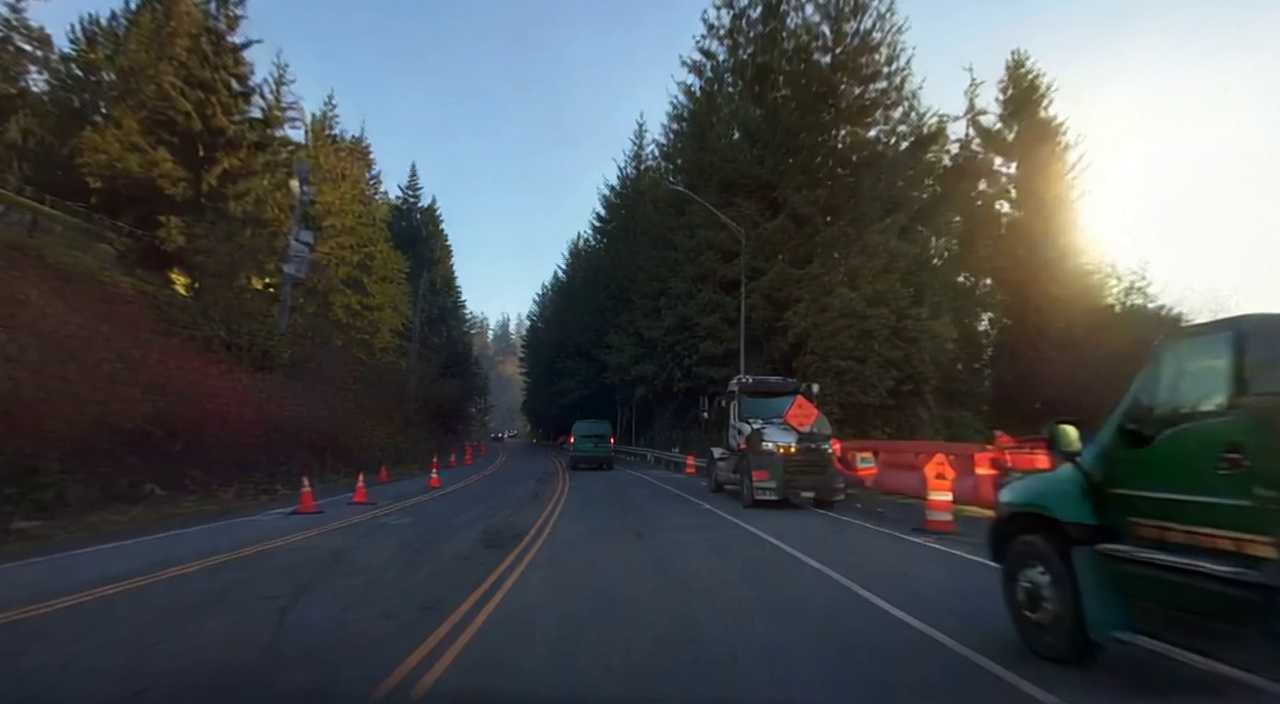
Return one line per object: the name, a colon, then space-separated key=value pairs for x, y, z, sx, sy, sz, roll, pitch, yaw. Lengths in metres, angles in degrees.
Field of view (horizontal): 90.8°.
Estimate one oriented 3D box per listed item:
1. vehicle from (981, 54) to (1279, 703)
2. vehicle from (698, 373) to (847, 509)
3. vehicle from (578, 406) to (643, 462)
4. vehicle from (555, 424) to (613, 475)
vehicle: x=4.654 y=-0.035 z=1.434 sx=3.126 sy=3.310 sz=8.534 roll=0 pitch=-9 yaw=2
vehicle: x=3.201 y=2.315 z=16.419 sx=2.703 sy=3.066 sz=4.047 roll=1 pitch=-9 yaw=-4
vehicle: x=-2.538 y=6.547 z=49.685 sx=2.967 sy=3.874 sz=10.436 roll=2 pitch=-9 yaw=-14
vehicle: x=-2.787 y=4.676 z=30.313 sx=2.362 sy=2.223 sz=4.892 roll=1 pitch=-9 yaw=-9
